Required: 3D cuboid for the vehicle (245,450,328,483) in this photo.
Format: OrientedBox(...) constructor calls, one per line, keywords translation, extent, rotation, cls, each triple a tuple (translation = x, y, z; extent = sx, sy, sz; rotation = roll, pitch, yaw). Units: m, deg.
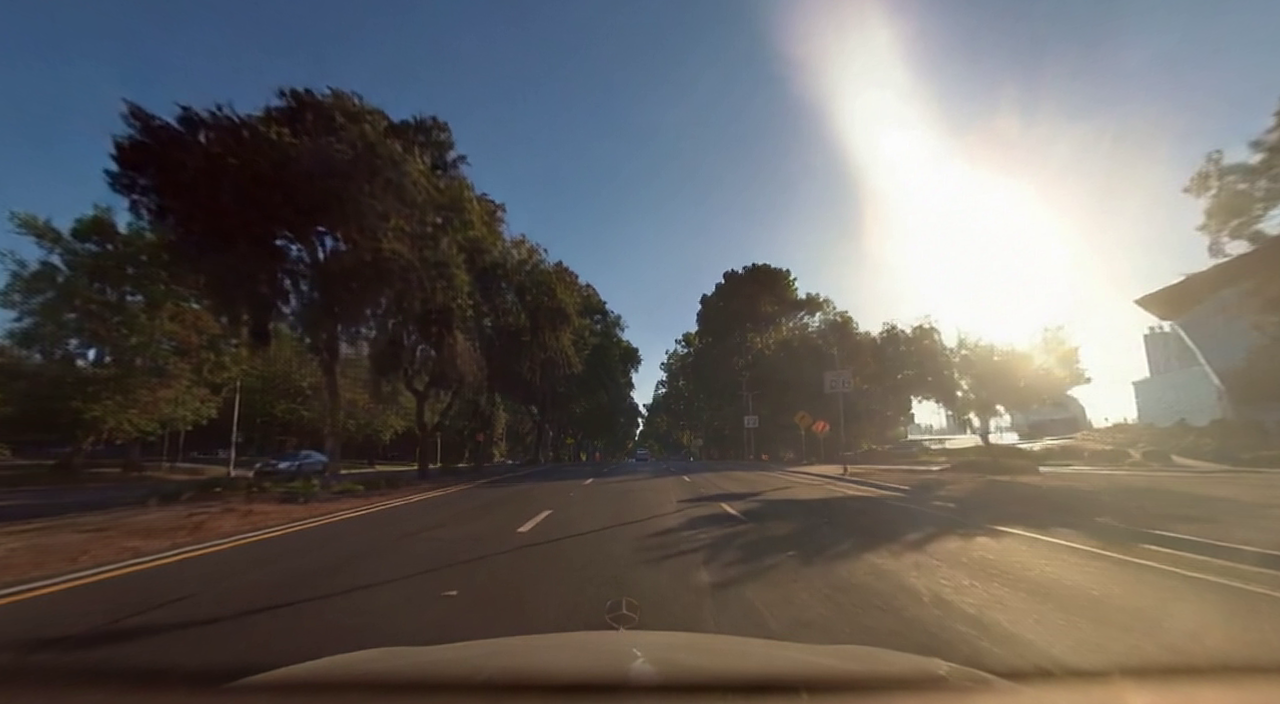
OrientedBox(translation=(-19.121, 6.175, 34.400), extent=(1.875, 1.588, 4.490), rotation=(0, -8, 1), cls="vehicle")
